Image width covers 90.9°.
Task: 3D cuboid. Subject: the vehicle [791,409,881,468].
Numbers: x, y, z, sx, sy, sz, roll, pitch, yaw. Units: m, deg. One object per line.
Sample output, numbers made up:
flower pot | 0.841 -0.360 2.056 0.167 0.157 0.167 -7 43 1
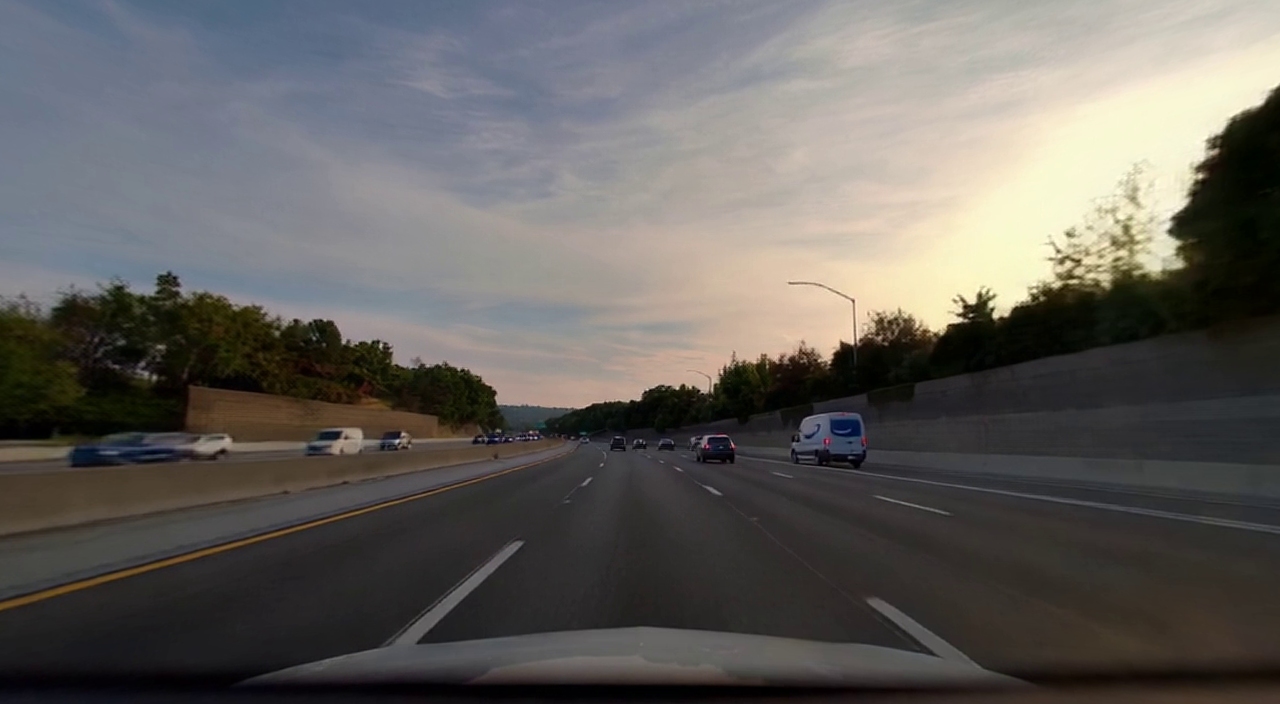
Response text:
vehicle | 10.239 4.665 33.766 2.274 2.802 6.802 0 -8 -3

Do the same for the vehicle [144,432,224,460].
vehicle | -29.897 6.193 41.574 1.951 1.732 4.581 0 -8 -2

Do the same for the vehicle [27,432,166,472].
vehicle | -21.789 4.022 25.550 1.895 1.469 4.267 0 -8 -1

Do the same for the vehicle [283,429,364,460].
vehicle | -18.404 5.453 36.992 2.199 1.660 5.133 0 -8 -2

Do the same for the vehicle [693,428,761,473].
vehicle | 3.628 4.221 27.145 2.141 1.732 4.279 0 -8 -2
